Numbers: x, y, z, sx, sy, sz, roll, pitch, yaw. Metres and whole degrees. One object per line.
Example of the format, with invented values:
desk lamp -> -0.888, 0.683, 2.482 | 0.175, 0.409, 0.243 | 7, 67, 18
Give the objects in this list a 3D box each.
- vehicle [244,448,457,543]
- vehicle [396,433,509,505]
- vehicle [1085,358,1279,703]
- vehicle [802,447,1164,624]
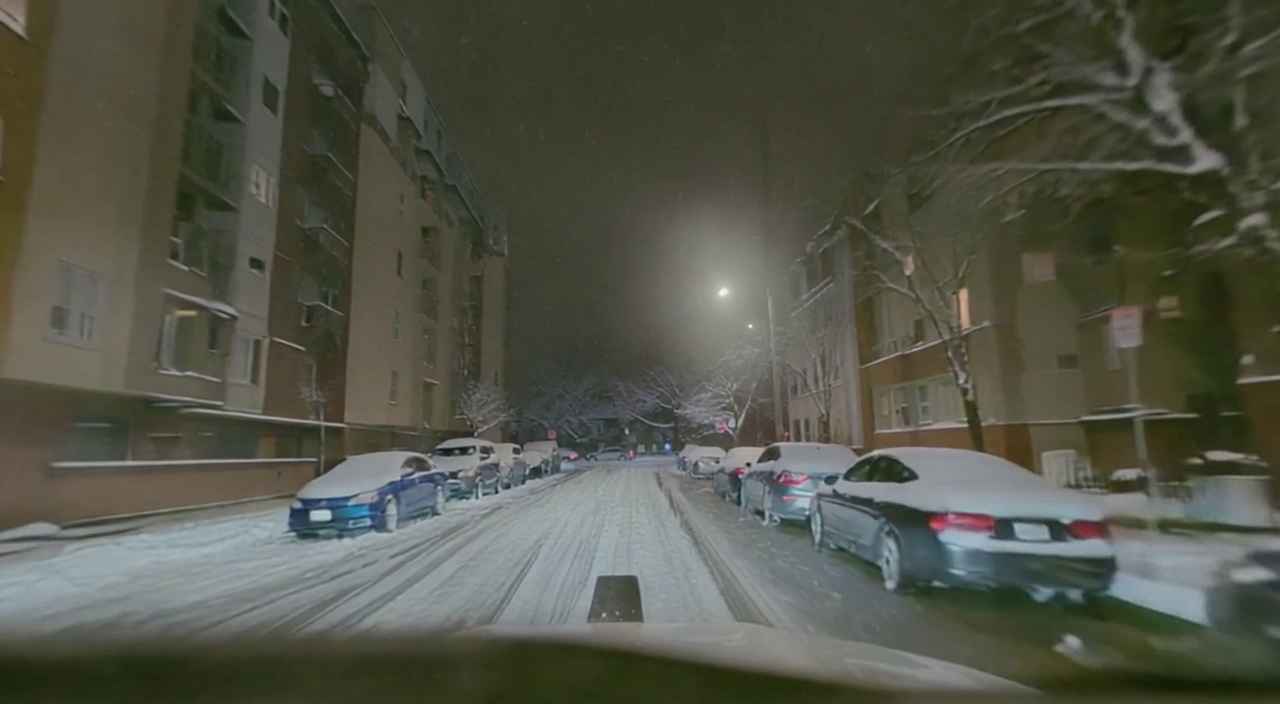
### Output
vehicle -> -5.441, 2.724, 12.826 | 2.119, 1.500, 4.953 | 0, -8, -2
vehicle -> -5.619, 3.558, 19.661 | 2.216, 1.953, 4.553 | 0, -8, -2
vehicle -> 3.647, 0.714, 1.321 | 2.063, 1.729, 4.538 | 0, -9, 0
vehicle -> 3.341, 1.814, 7.297 | 1.835, 1.420, 4.186 | 0, -9, 0
